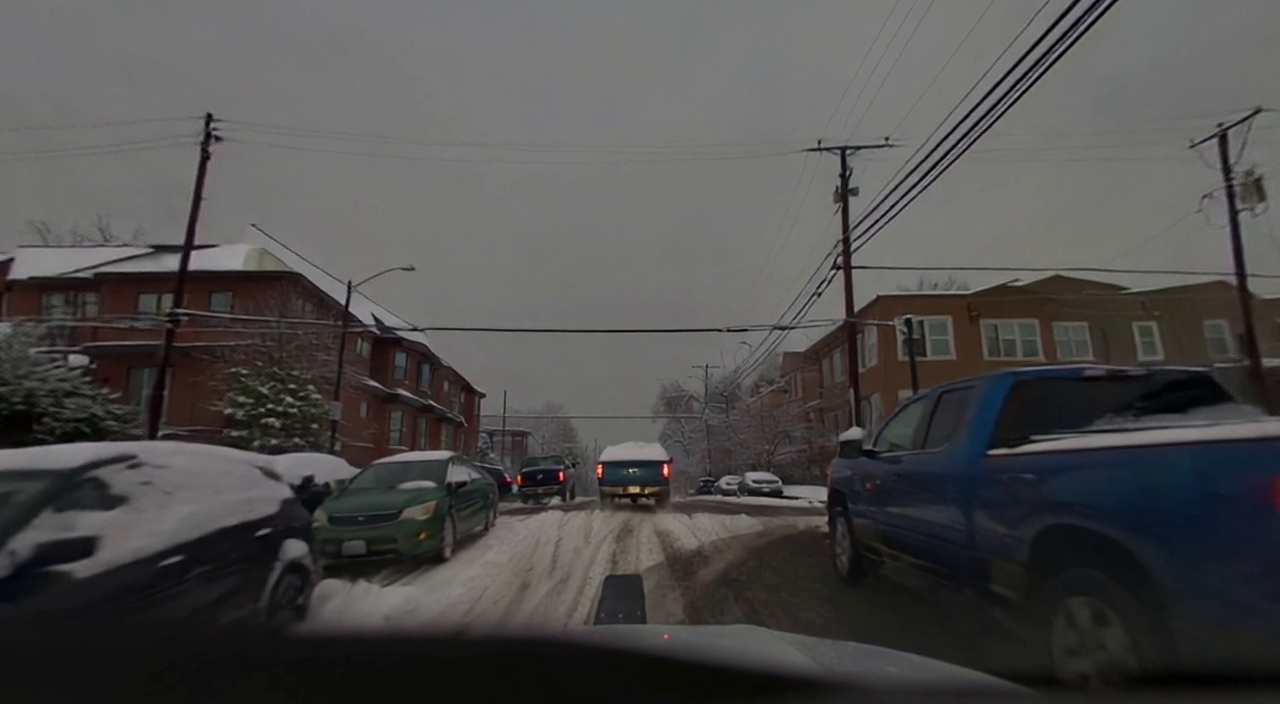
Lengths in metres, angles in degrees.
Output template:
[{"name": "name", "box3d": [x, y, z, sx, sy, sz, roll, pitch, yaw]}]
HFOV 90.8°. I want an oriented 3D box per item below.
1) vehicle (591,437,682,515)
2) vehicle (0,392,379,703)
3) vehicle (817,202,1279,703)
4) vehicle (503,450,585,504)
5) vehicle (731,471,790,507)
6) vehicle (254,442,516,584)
[{"name": "vehicle", "box3d": [-0.076, 3.511, 18.510, 2.308, 1.940, 4.125, -2, -8, 1]}, {"name": "vehicle", "box3d": [-3.065, 1.031, 2.911, 1.898, 1.539, 4.320, 0, -8, 0]}, {"name": "vehicle", "box3d": [2.665, 0.832, 3.378, 2.027, 1.907, 4.736, 0, -8, 0]}, {"name": "vehicle", "box3d": [-3.603, 4.978, 25.035, 2.330, 1.859, 6.068, 0, -12, 0]}, {"name": "vehicle", "box3d": [5.938, 6.870, 31.647, 2.023, 1.611, 4.614, 0, -12, 0]}, {"name": "vehicle", "box3d": [-3.099, 2.010, 8.846, 1.868, 1.462, 4.385, 0, -8, -1]}]
